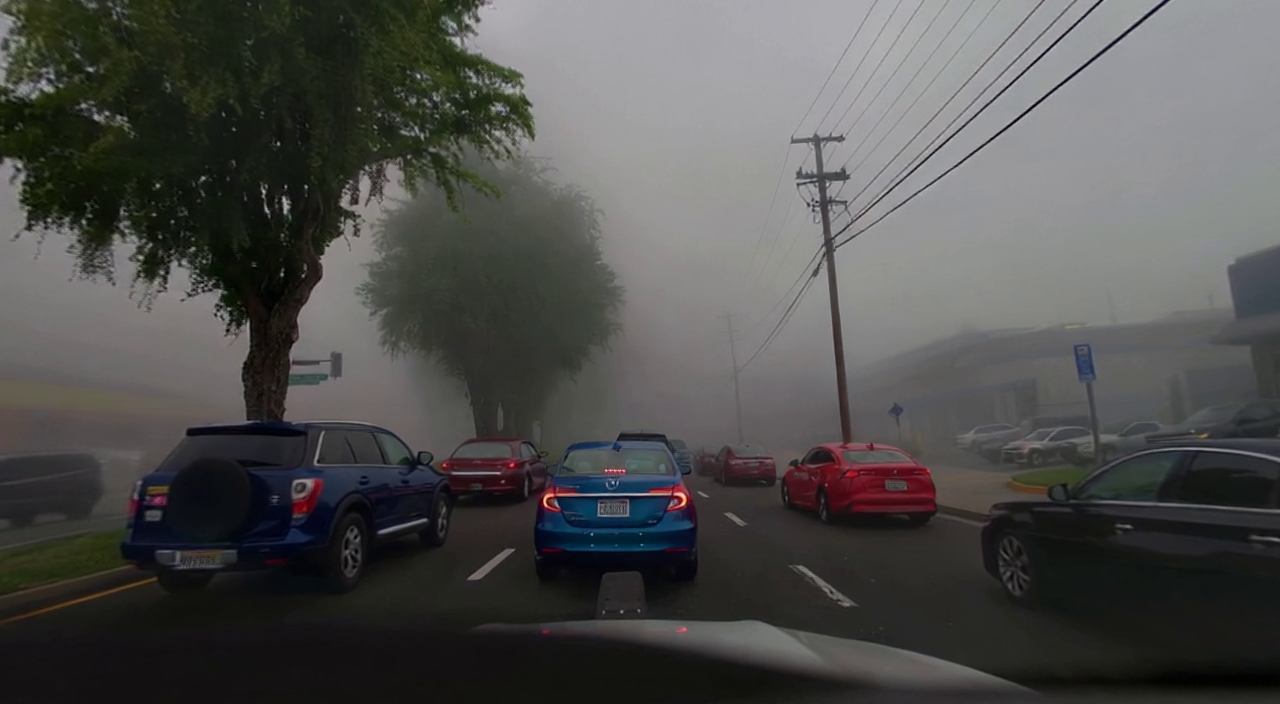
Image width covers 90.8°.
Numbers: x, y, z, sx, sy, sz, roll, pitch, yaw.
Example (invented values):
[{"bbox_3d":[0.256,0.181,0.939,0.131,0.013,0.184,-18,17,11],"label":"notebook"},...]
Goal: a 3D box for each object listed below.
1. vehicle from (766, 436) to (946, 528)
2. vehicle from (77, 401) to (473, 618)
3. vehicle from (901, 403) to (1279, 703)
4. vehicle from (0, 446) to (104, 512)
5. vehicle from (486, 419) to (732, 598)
[{"bbox_3d":[3.933,2.427,12.412,1.909,1.473,4.361,0,-9,-1],"label":"vehicle"},{"bbox_3d":[-3.453,1.556,7.185,1.979,1.697,4.254,0,-9,-1],"label":"vehicle"},{"bbox_3d":[3.661,1.185,4.139,1.929,1.479,4.723,0,-9,1],"label":"vehicle"},{"bbox_3d":[-20.580,4.084,20.662,1.883,2.020,4.700,0,-8,1],"label":"vehicle"},{"bbox_3d":[-0.324,1.631,7.397,2.097,1.511,3.809,0,-9,-2],"label":"vehicle"}]
